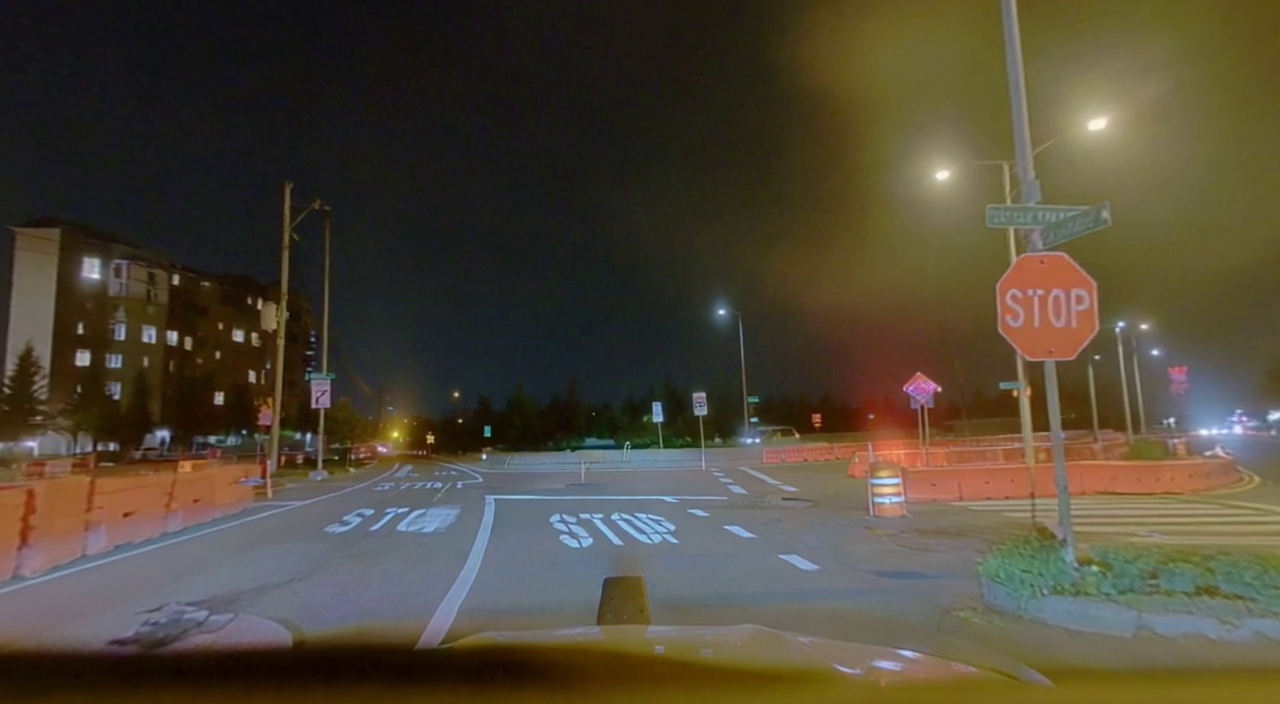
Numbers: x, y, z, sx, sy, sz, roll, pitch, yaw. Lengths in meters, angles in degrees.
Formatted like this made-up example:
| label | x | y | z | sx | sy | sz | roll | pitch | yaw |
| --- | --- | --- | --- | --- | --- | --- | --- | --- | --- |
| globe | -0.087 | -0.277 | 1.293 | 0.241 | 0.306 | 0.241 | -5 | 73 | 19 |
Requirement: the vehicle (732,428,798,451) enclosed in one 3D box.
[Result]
| label | x | y | z | sx | sy | sz | roll | pitch | yaw |
| --- | --- | --- | --- | --- | --- | --- | --- | --- | --- |
| vehicle | 9.089 | 6.416 | 45.965 | 4.302 | 1.628 | 1.957 | 2 | -9 | -14 |

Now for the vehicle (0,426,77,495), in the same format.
| label | x | y | z | sx | sy | sz | roll | pitch | yaw |
| --- | --- | --- | --- | --- | --- | --- | --- | --- | --- |
| vehicle | -17.437 | 3.008 | 17.743 | 2.159 | 1.734 | 4.292 | 7 | -11 | -41 |
